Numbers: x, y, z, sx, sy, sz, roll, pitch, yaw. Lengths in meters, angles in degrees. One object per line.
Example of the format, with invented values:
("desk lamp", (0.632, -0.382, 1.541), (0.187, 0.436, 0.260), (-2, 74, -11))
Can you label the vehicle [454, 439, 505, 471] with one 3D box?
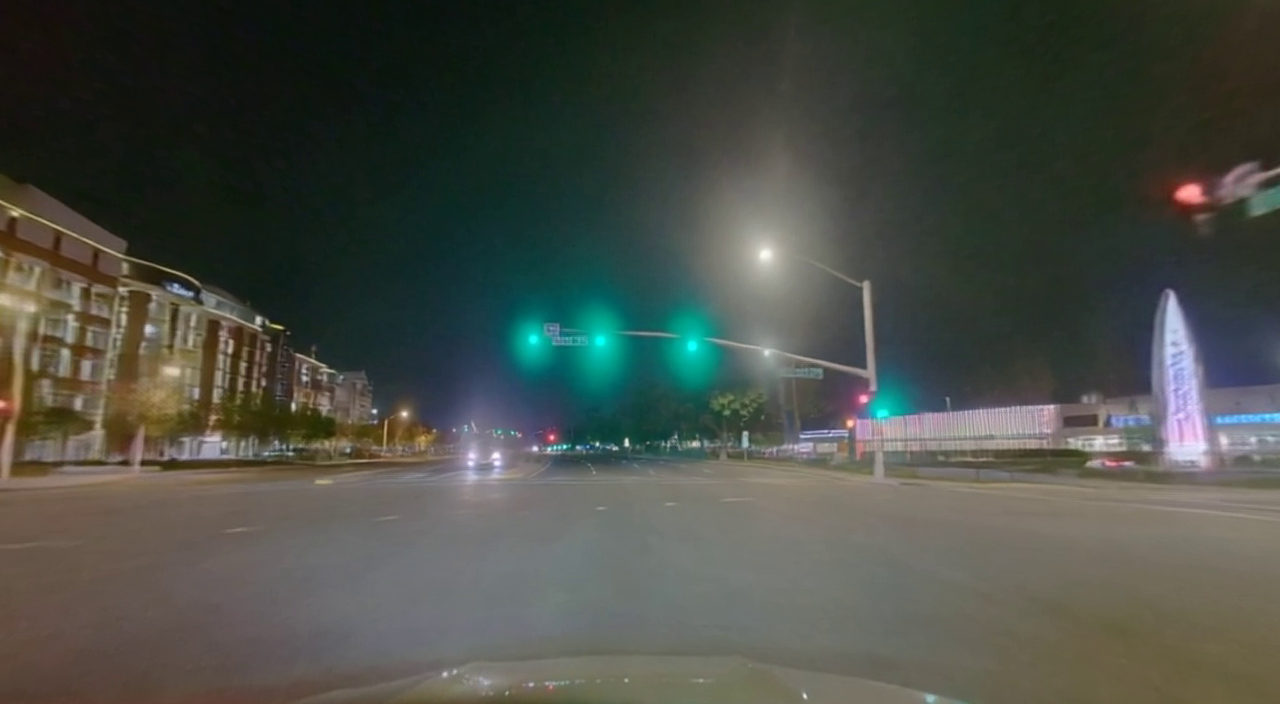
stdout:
("vehicle", (-9.647, 6.235, 38.338), (2.175, 1.795, 4.640), (0, -8, -4))
